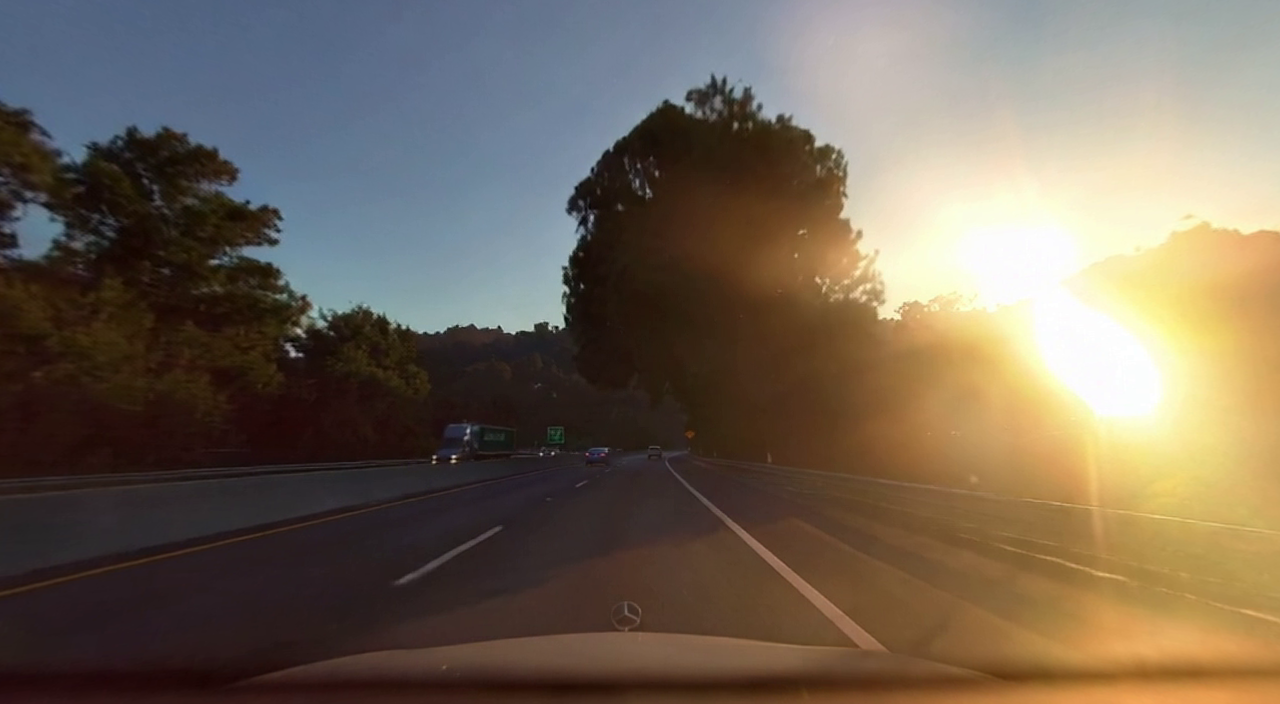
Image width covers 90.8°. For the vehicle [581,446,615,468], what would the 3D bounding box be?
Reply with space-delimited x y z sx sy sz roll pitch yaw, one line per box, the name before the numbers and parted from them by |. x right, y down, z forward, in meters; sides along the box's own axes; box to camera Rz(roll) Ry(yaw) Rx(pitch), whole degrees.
vehicle | -3.037 7.686 46.372 2.088 1.586 4.000 0 -9 2
